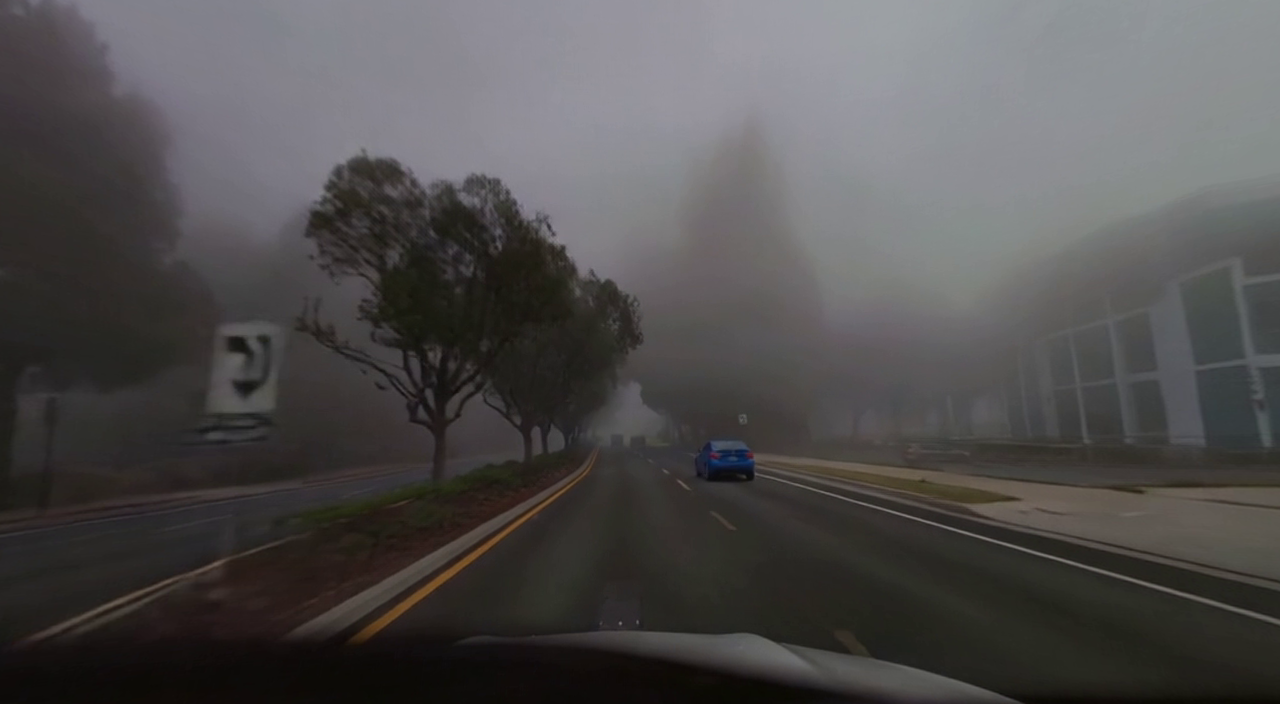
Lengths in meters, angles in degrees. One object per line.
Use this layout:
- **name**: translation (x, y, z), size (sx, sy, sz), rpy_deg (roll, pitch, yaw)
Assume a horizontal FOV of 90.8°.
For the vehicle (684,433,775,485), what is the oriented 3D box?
- **vehicle**: translation (2.771, 3.456, 20.698), size (2.114, 1.493, 4.430), rpy_deg (0, -8, -3)
